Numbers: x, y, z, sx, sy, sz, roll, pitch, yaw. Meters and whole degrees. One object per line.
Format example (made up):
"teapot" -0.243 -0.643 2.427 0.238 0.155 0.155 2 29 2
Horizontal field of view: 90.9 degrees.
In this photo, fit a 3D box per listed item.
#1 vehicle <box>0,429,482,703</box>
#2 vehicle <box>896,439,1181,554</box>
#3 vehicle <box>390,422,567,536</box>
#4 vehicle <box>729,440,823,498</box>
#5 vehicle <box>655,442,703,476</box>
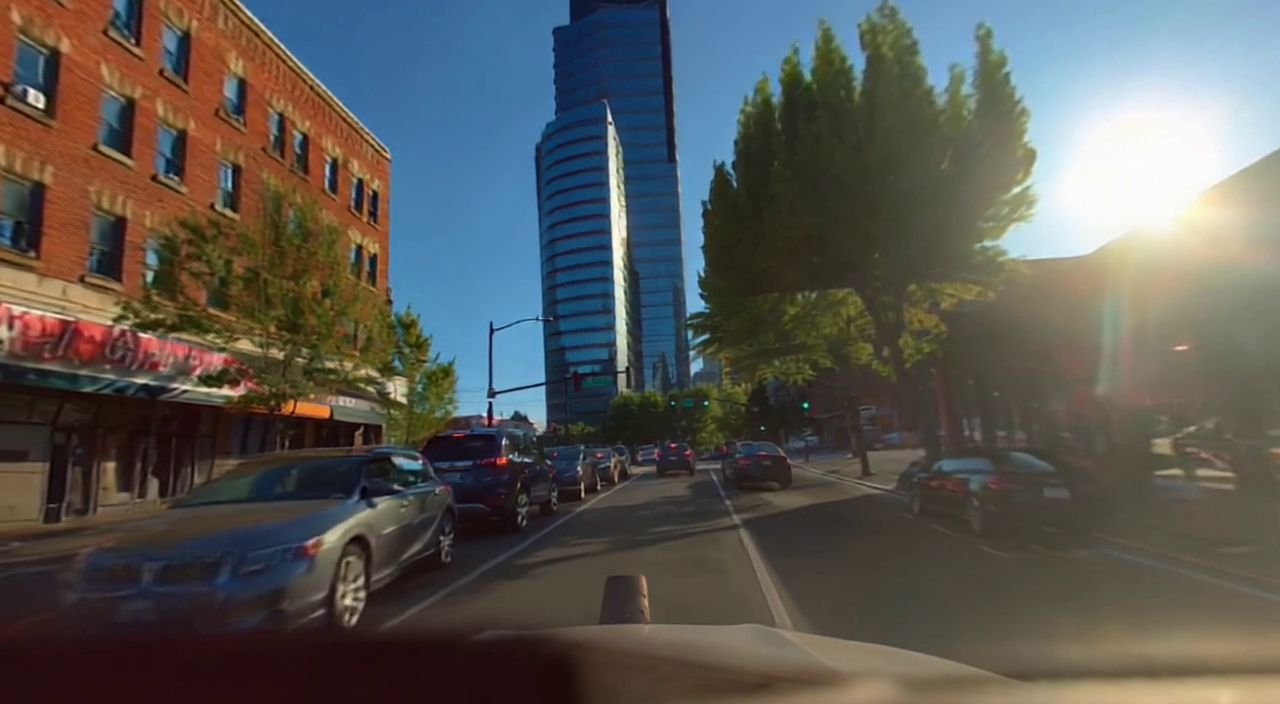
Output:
"vehicle" -3.106 1.513 5.721 2.214 1.496 4.648 0 -8 -1
"vehicle" 6.039 2.186 10.403 1.956 1.446 4.537 -1 -8 4
"vehicle" -2.867 2.362 12.367 2.043 1.819 4.294 -1 -8 4
"vehicle" 3.823 3.341 18.499 2.150 1.464 4.467 -1 -8 5
"vehicle" 1.909 5.062 30.087 2.102 1.521 4.078 -1 -8 5
